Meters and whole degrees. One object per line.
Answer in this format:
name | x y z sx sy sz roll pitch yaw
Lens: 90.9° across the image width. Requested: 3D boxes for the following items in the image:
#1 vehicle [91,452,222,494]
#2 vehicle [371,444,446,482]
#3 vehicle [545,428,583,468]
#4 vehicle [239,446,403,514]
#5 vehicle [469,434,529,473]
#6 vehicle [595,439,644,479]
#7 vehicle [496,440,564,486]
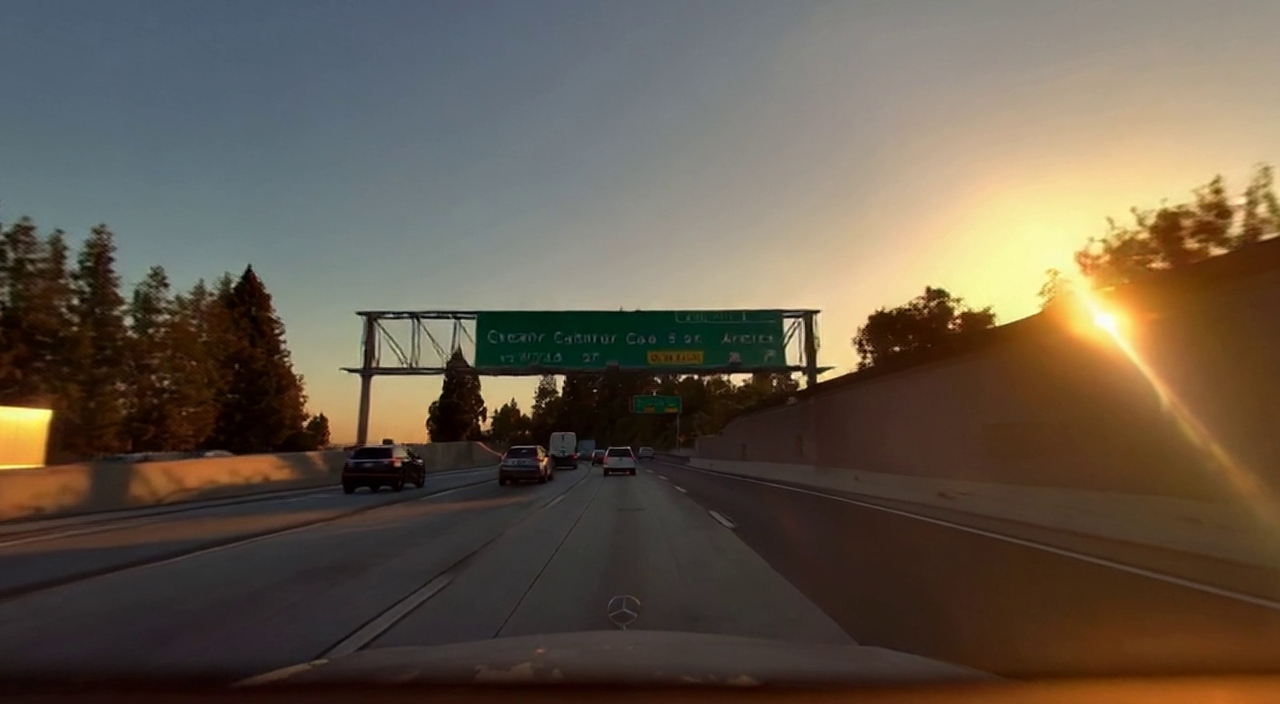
vehicle | -19.823 4.934 26.169 1.903 1.506 4.545 0 -8 -2
vehicle | -11.981 5.722 33.079 2.079 1.807 5.187 0 -8 -2
vehicle | -5.438 6.947 45.827 2.279 2.672 5.256 0 -8 -2
vehicle | -7.908 3.175 16.213 1.896 1.465 4.399 0 -8 0
vehicle | -9.217 6.694 41.890 2.773 2.402 6.232 0 -8 -2
vehicle | -0.941 4.820 28.719 2.092 1.671 3.772 0 -8 -2
vehicle | -4.270 4.370 25.227 2.005 1.631 4.295 0 -8 -1
